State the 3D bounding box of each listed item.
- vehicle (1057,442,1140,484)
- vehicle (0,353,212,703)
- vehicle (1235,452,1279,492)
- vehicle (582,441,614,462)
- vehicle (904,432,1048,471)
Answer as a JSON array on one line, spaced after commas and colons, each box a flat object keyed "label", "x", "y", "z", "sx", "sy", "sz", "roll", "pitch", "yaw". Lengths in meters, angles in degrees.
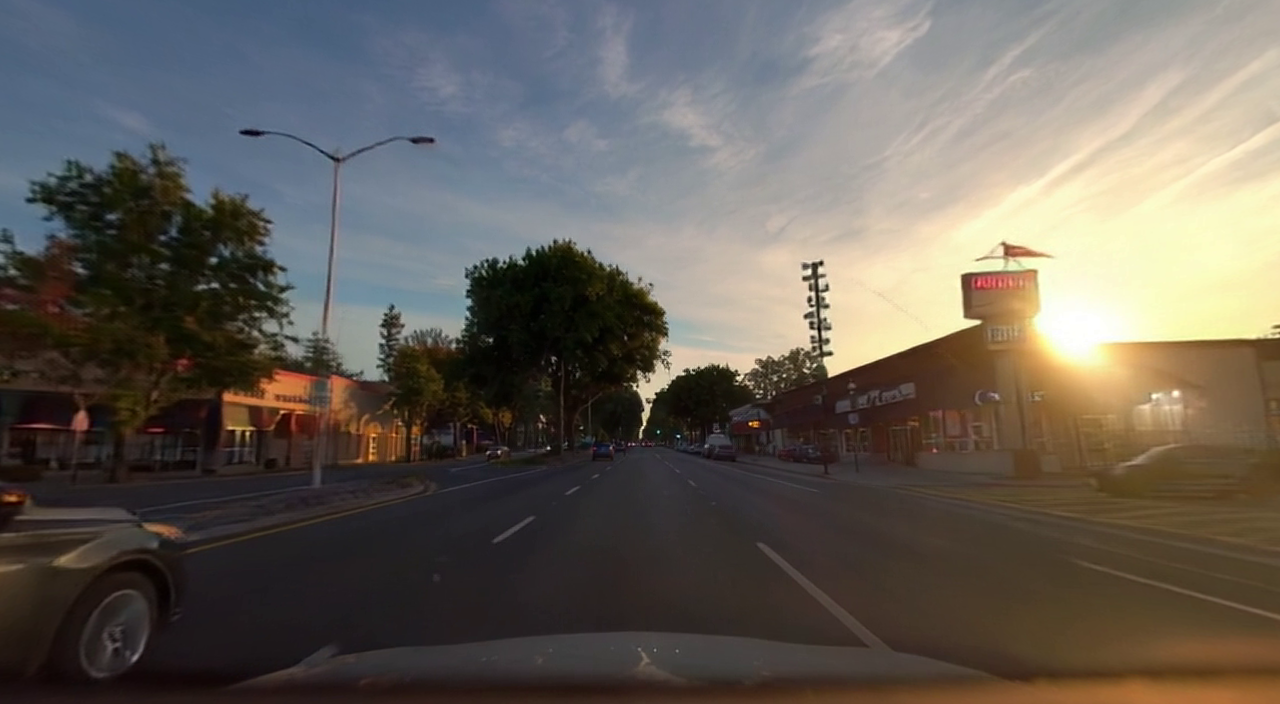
[{"label": "vehicle", "x": 20.656, "y": 4.919, "z": 28.315, "sx": 4.947, "sy": 1.673, "sz": 2.102, "roll": 8, "pitch": -12, "yaw": -44}, {"label": "vehicle", "x": -3.537, "y": 0.705, "z": 1.658, "sx": 1.983, "sy": 1.635, "sz": 3.957, "roll": 0, "pitch": -8, "yaw": 0}, {"label": "vehicle", "x": 24.401, "y": 4.583, "z": 24.331, "sx": 1.889, "sy": 1.399, "sz": 4.444, "roll": -8, "pitch": -11, "yaw": 43}, {"label": "vehicle", "x": -3.053, "y": 7.366, "z": 46.837, "sx": 2.005, "sy": 1.446, "sz": 4.265, "roll": 0, "pitch": -8, "yaw": 1}, {"label": "vehicle", "x": 15.977, "y": 4.746, "z": 30.343, "sx": 1.691, "sy": 1.670, "sz": 5.790, "roll": 4, "pitch": -9, "yaw": -39}]
